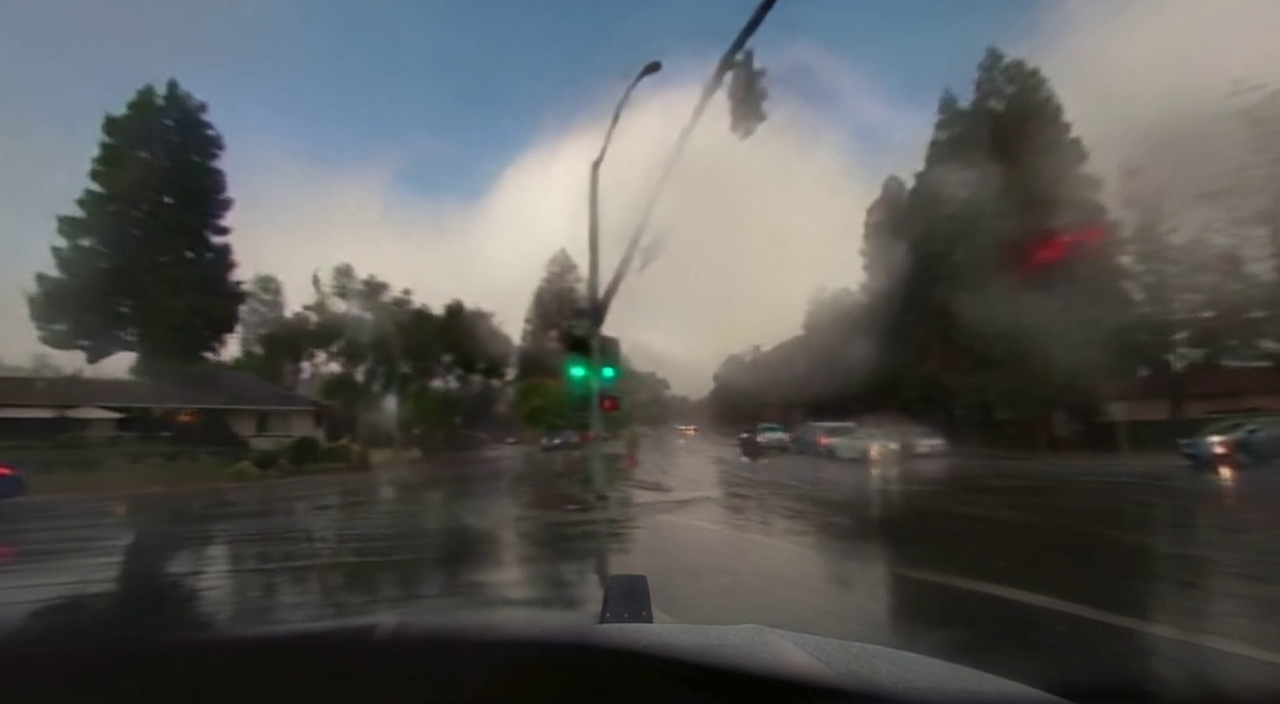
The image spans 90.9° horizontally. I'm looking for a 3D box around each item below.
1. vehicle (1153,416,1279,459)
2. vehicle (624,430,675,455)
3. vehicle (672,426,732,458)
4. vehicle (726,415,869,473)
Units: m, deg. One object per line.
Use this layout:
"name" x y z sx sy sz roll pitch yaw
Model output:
"vehicle" 30.352 4.351 32.032 5.840 2.087 2.737 -2 -9 13
"vehicle" 0.616 6.655 46.490 2.159 1.734 4.462 3 -9 -23
"vehicle" 3.814 5.656 39.659 1.963 1.850 4.651 3 -9 -19
"vehicle" 5.667 3.461 23.769 2.226 1.897 5.874 3 -9 -21
